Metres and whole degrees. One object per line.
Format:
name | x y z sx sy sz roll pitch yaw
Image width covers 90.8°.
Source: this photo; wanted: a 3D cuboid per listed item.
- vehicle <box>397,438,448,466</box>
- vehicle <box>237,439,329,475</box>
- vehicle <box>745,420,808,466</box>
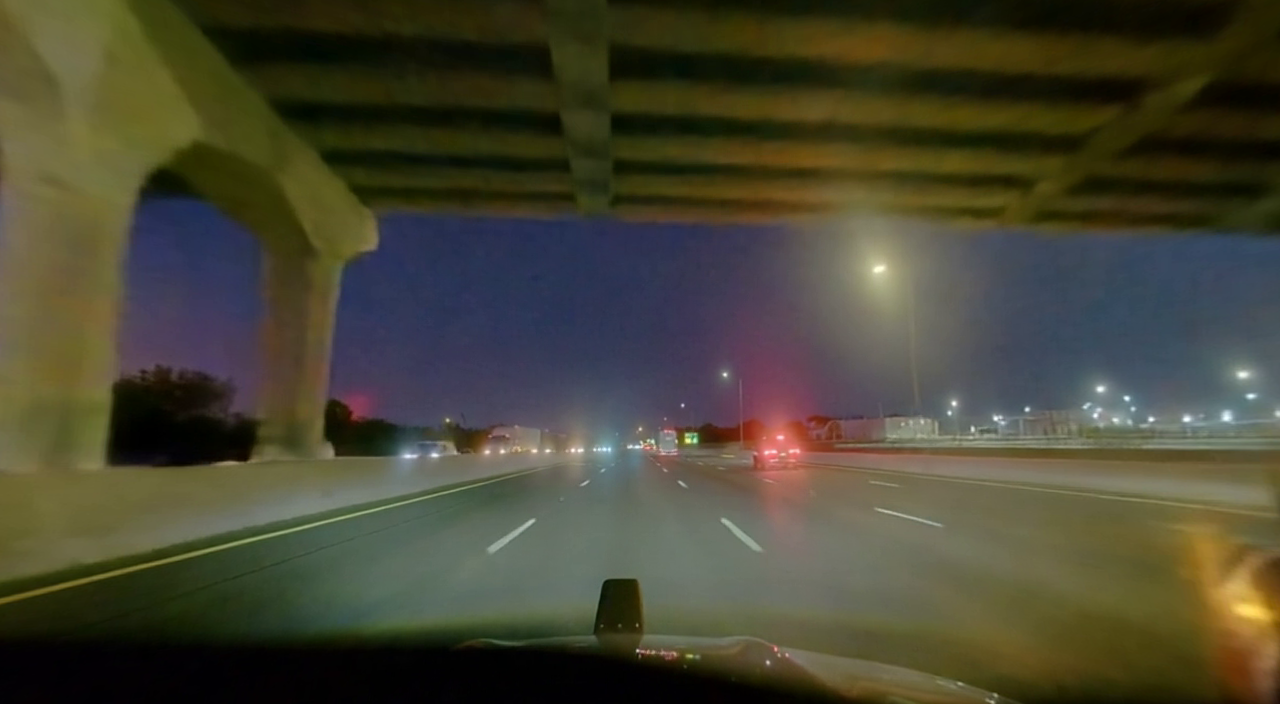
vehicle | -13.784 6.351 40.246 1.807 1.667 3.770 0 -9 1
vehicle | -17.751 5.241 31.691 1.928 1.648 4.514 0 -9 1
vehicle | 10.543 7.240 49.955 2.912 3.293 9.588 0 -9 0
